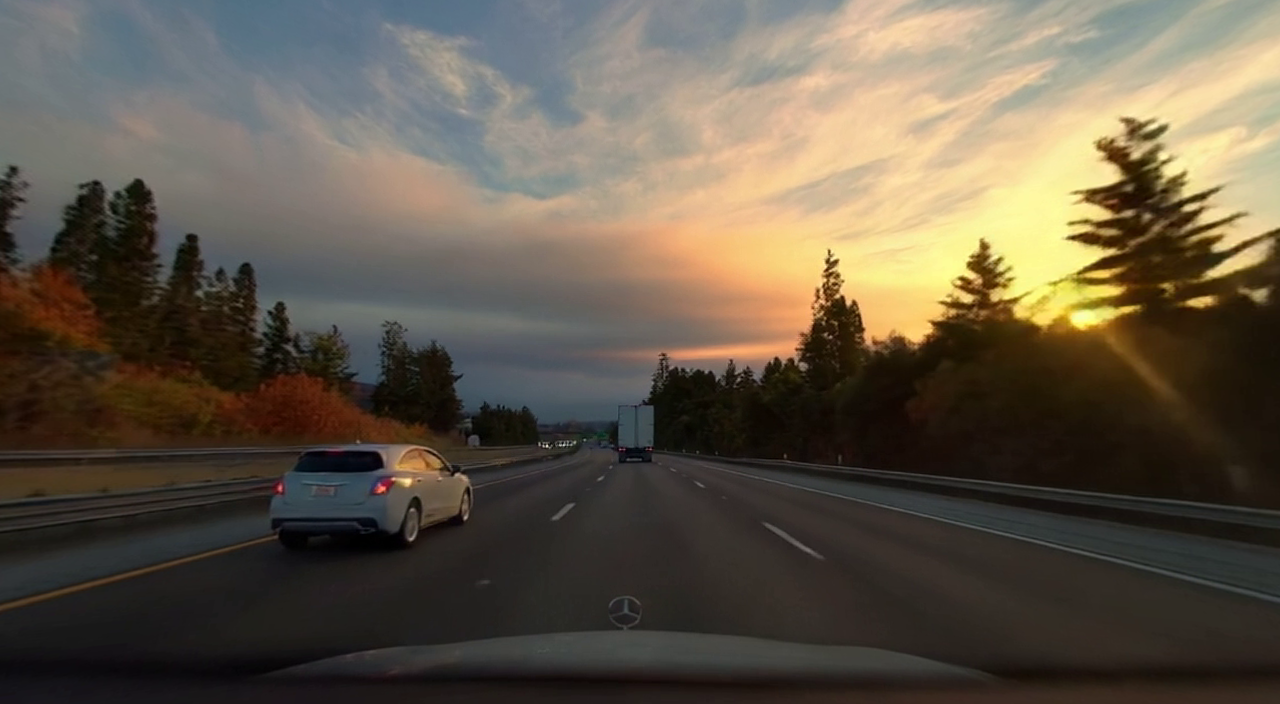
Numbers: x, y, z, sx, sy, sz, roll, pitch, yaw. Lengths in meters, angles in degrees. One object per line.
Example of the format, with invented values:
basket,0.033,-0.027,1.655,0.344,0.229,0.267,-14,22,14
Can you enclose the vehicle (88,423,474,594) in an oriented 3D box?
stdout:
vehicle,-3.799,1.752,8.001,2.080,1.488,4.781,0,-9,0

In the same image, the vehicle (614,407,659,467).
vehicle,-0.456,6.498,47.299,2.962,3.953,10.696,0,-9,-3
